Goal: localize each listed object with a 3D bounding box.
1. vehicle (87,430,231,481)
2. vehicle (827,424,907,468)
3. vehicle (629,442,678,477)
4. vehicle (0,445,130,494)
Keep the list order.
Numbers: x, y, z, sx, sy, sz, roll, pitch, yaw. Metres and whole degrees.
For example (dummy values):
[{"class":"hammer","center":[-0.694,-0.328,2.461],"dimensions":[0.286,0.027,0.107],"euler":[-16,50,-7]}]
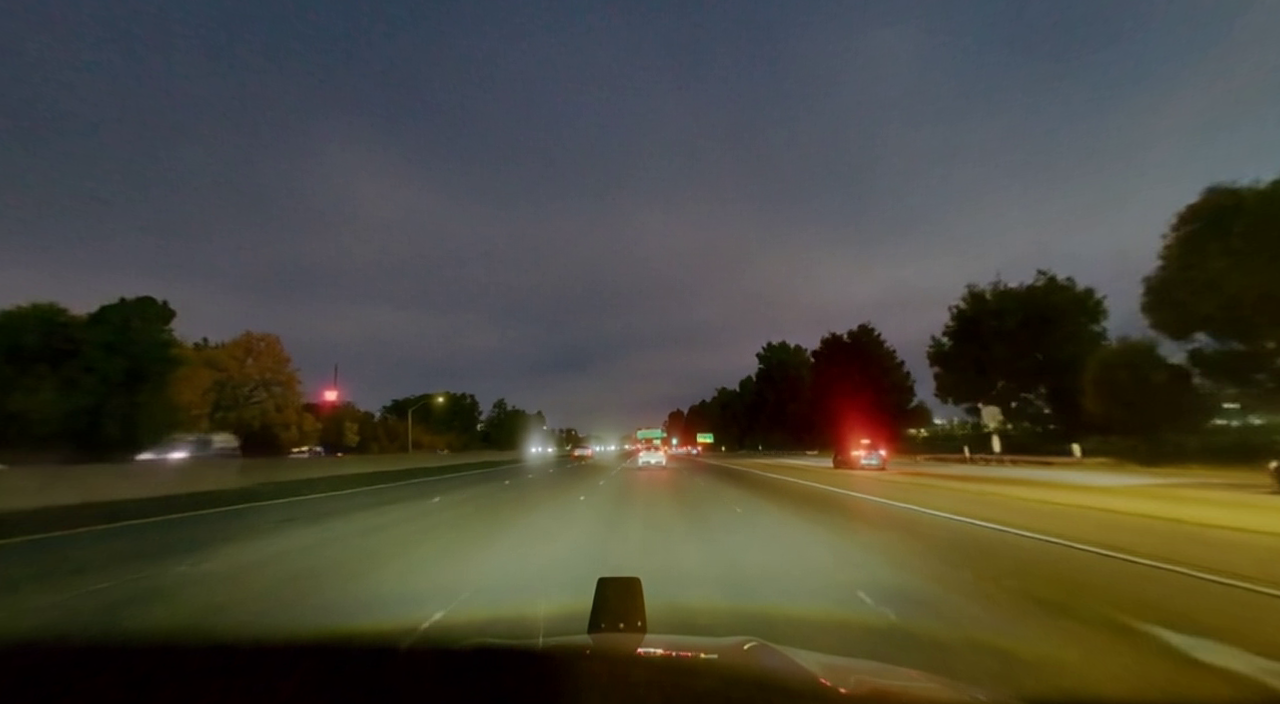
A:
[{"class":"vehicle","center":[-24.945,5.402,33.219],"dimensions":[2.187,2.399,6.679],"euler":[-1,-8,1]},{"class":"vehicle","center":[13.542,5.696,38.135],"dimensions":[2.336,2.415,6.056],"euler":[0,-8,-3]},{"class":"vehicle","center":[0.583,4.920,29.207],"dimensions":[2.112,1.482,4.082],"euler":[0,-8,0]},{"class":"vehicle","center":[-21.233,4.133,22.577],"dimensions":[1.930,1.545,4.734],"euler":[-1,-8,1]}]
